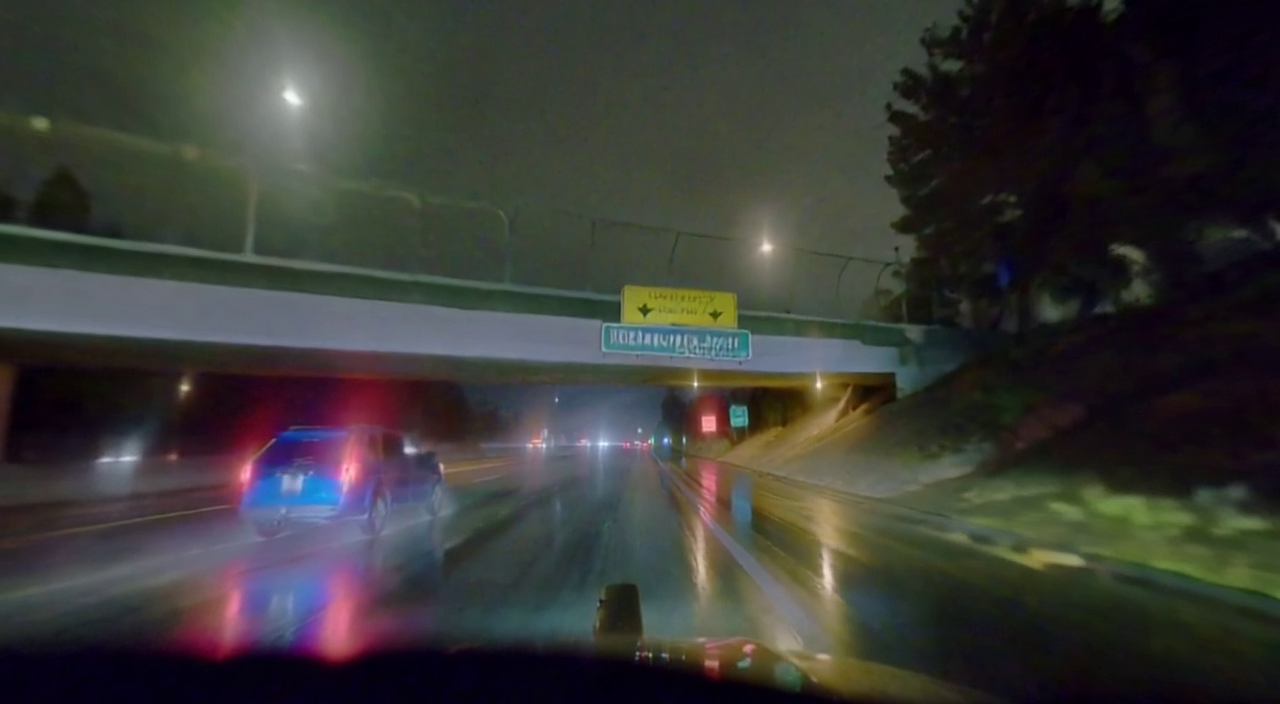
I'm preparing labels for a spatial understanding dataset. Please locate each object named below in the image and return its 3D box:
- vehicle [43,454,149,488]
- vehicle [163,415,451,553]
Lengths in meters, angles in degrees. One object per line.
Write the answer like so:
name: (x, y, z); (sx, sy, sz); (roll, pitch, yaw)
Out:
vehicle: (-27.887, 6.082, 32.386); (1.773, 1.554, 4.111); (0, -8, -1)
vehicle: (-4.736, 1.924, 9.892); (2.125, 1.662, 4.336); (0, -8, 0)
